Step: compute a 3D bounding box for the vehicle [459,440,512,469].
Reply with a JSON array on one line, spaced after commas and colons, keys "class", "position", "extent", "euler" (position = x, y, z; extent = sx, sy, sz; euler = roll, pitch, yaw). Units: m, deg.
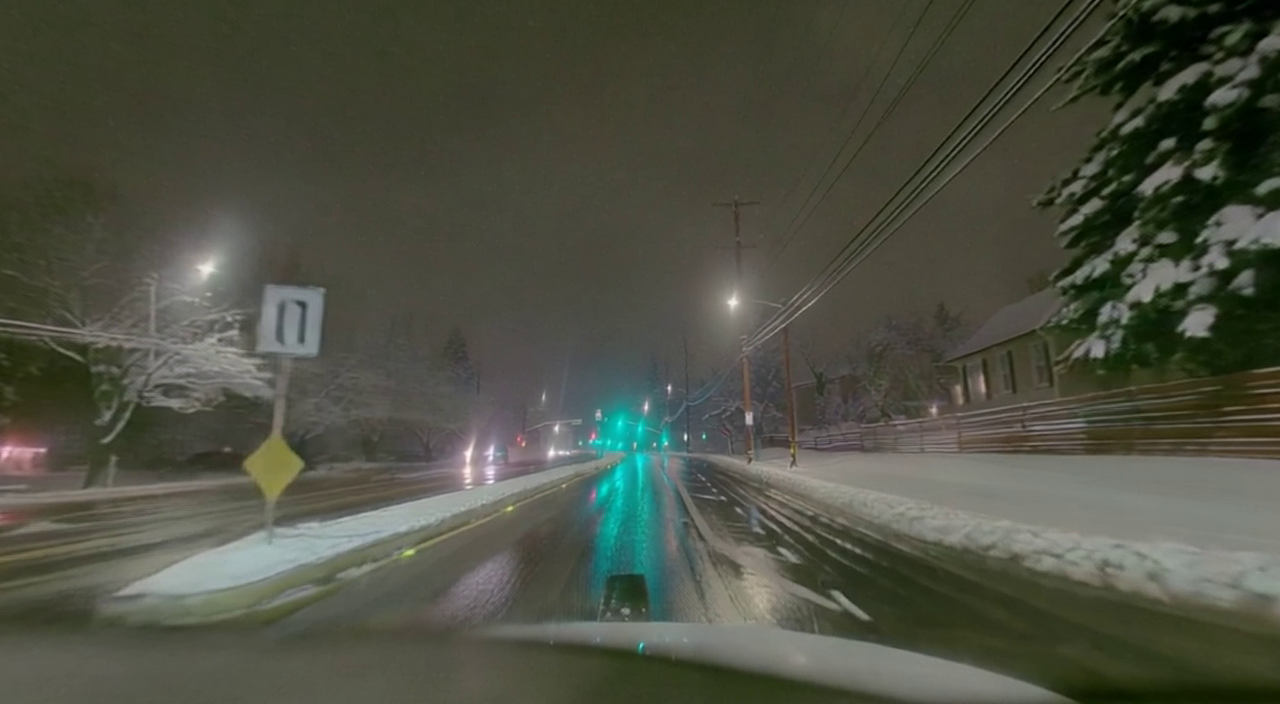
[{"class": "vehicle", "position": [-10.852, 7.243, 44.693], "extent": [2.336, 1.905, 4.908], "euler": [0, -8, 1]}]
